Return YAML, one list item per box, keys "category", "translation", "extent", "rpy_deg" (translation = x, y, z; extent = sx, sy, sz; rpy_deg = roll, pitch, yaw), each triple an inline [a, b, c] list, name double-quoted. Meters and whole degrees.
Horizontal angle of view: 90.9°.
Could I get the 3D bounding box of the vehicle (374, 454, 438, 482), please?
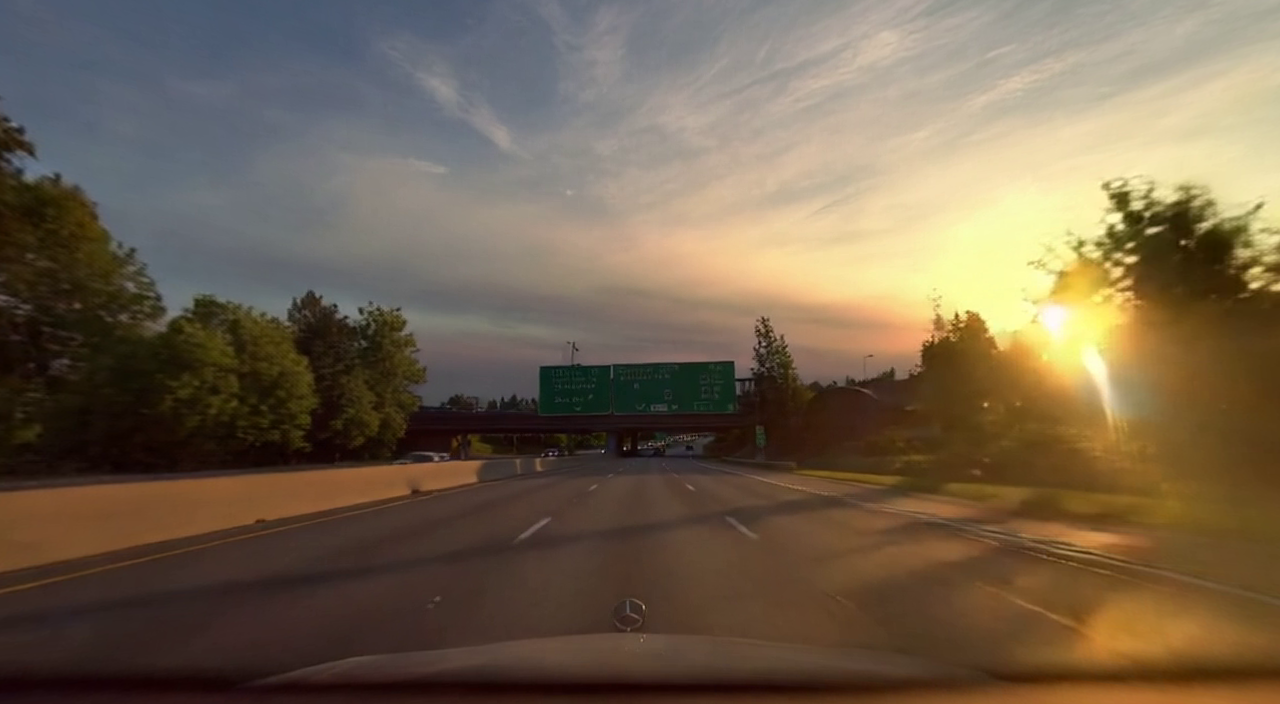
- category: "vehicle"
  translation: [-13.976, 6.907, 37.907]
  extent: [1.886, 1.501, 4.793]
  rpy_deg: [0, -9, 1]
